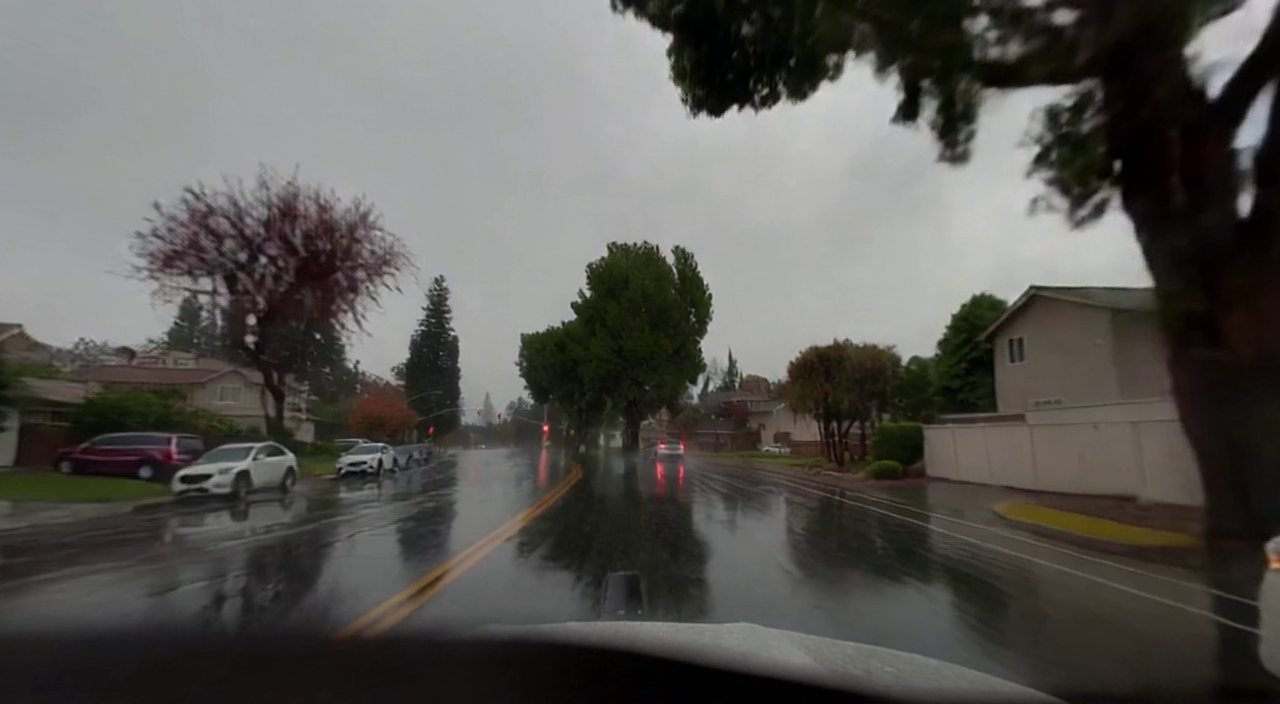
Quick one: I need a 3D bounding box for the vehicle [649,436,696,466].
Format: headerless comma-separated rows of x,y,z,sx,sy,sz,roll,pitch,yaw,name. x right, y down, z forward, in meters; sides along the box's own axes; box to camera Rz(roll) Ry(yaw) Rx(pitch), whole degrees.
1.791,5.675,36.529,1.951,1.620,4.582,1,-8,-7,vehicle

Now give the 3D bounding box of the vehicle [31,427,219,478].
-19.753,3.889,24.502,5.061,1.840,2.236,2,-8,-9,vehicle

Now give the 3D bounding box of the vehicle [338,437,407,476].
-13.477,5.279,32.161,2.146,1.806,4.733,2,-8,-10,vehicle

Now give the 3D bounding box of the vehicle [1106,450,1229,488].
22.704,5.013,27.419,1.917,1.479,3.833,0,-8,-2,vehicle

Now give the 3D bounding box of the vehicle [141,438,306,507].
-12.141,3.487,18.872,2.032,1.773,4.471,1,-8,-3,vehicle
